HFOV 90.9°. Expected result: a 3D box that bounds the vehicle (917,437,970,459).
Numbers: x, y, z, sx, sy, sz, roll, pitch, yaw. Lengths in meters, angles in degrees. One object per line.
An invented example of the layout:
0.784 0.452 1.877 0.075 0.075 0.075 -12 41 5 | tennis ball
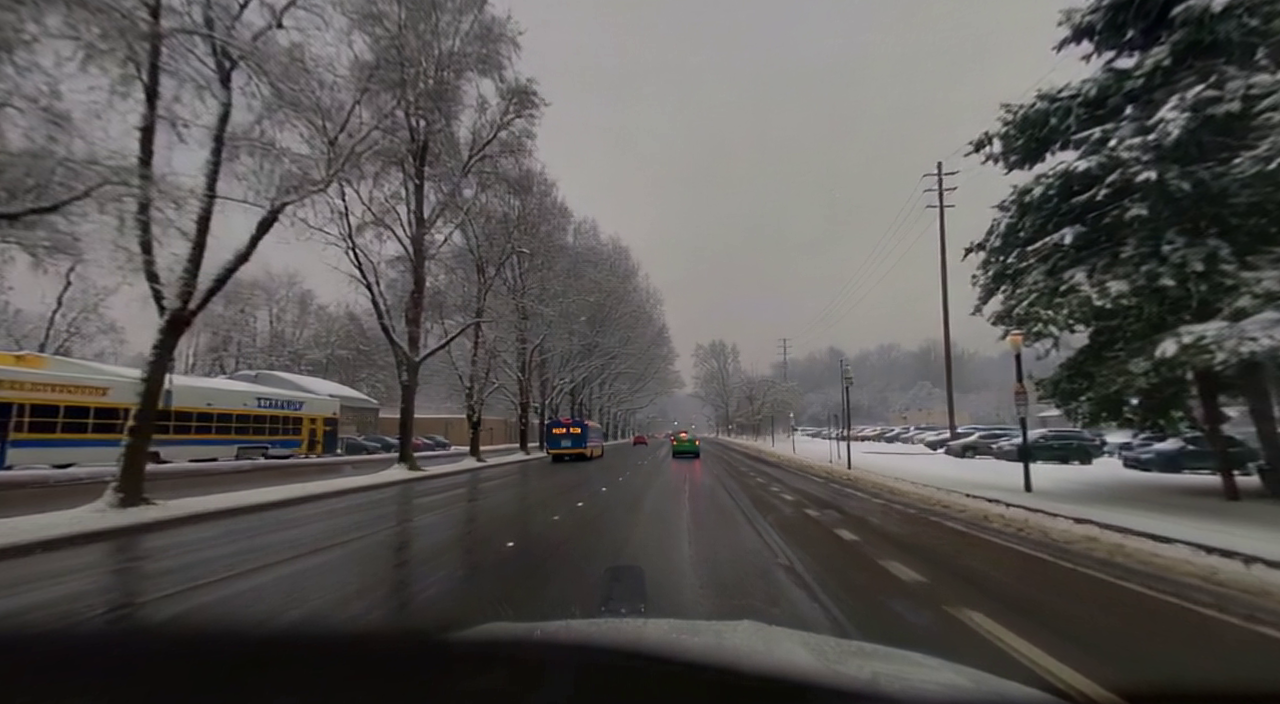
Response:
21.620 6.887 45.202 1.849 1.466 4.831 -1 -9 6 | vehicle

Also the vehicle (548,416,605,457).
-4.114 5.707 42.146 2.485 2.556 6.363 -1 -9 6 | vehicle

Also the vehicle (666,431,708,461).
2.524 5.089 33.988 2.123 1.498 4.226 -1 -9 4 | vehicle
